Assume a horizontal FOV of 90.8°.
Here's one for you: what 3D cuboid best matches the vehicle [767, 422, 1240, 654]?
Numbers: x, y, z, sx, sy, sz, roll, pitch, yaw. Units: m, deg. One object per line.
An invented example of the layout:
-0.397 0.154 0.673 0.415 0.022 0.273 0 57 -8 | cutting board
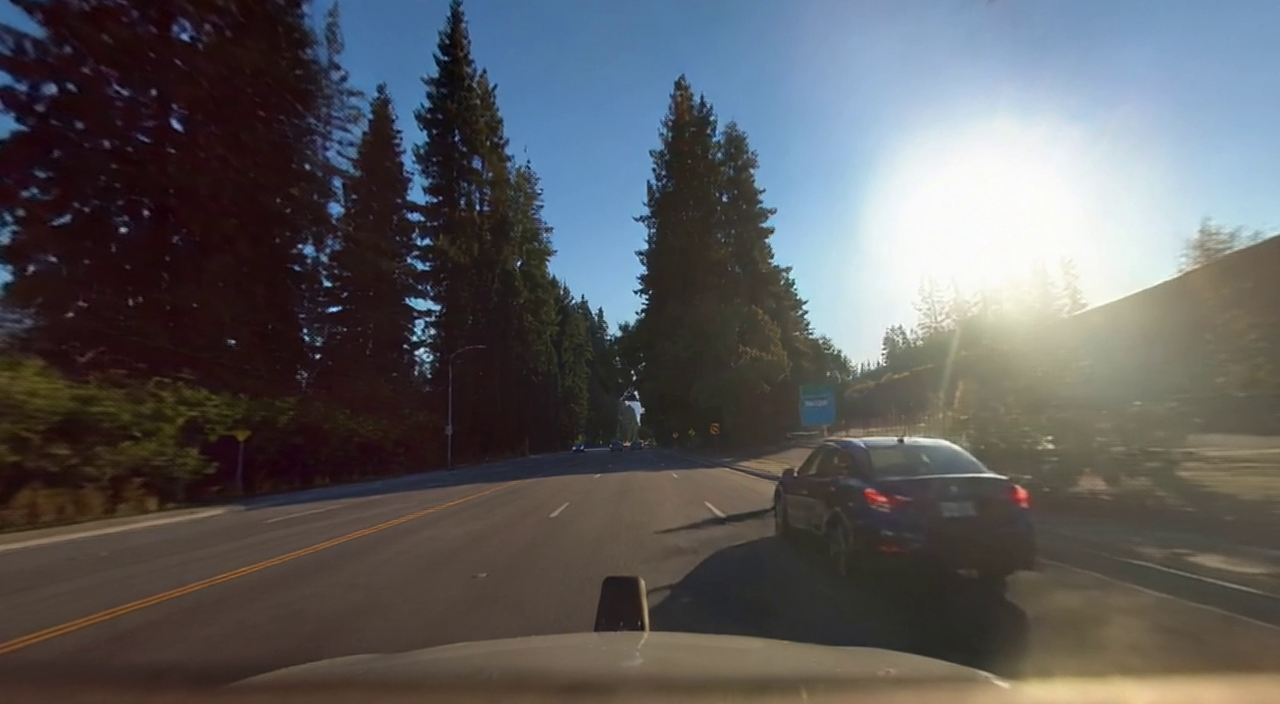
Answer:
2.789 1.526 6.345 2.042 1.469 4.470 0 -8 -1 | vehicle
